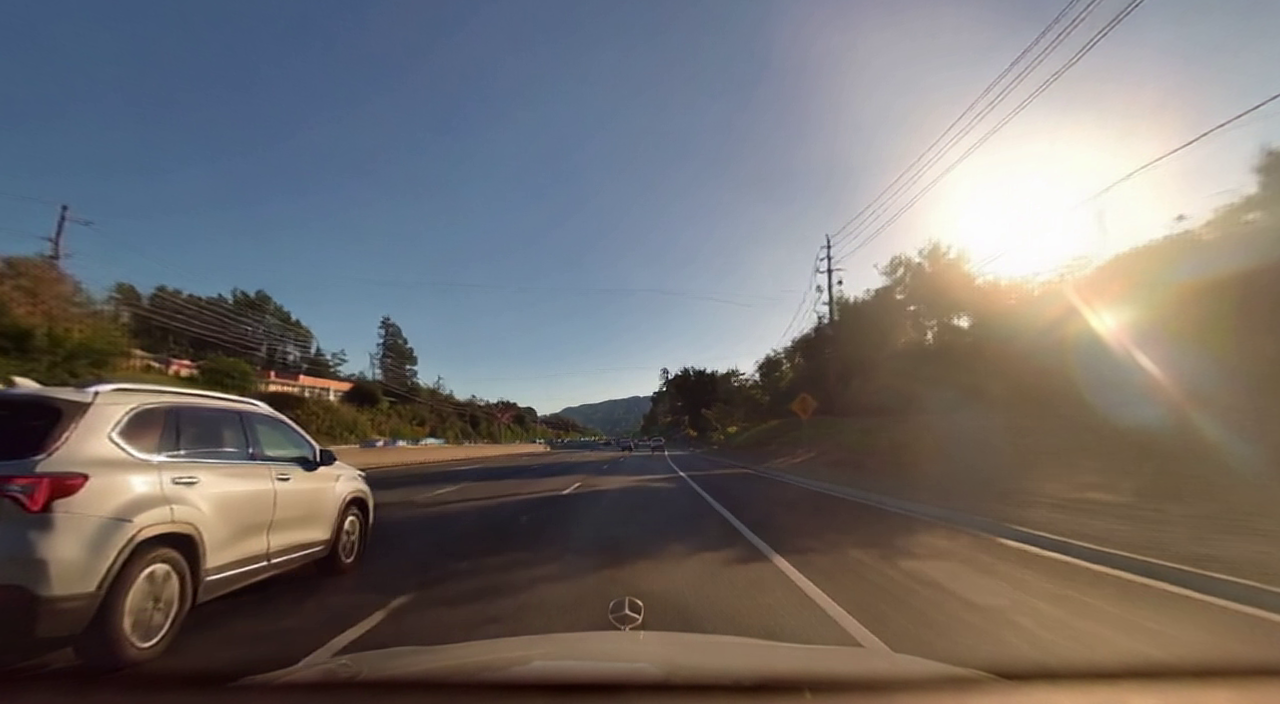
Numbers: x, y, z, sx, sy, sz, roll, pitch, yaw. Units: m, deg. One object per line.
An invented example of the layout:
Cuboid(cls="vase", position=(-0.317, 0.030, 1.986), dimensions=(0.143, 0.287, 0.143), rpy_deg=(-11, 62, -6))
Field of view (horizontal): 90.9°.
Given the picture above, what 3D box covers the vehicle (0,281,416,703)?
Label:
Cuboid(cls="vehicle", position=(-3.752, 1.001, 4.794), dimensions=(2.136, 1.975, 5.037), rpy_deg=(-1, -8, 1))
